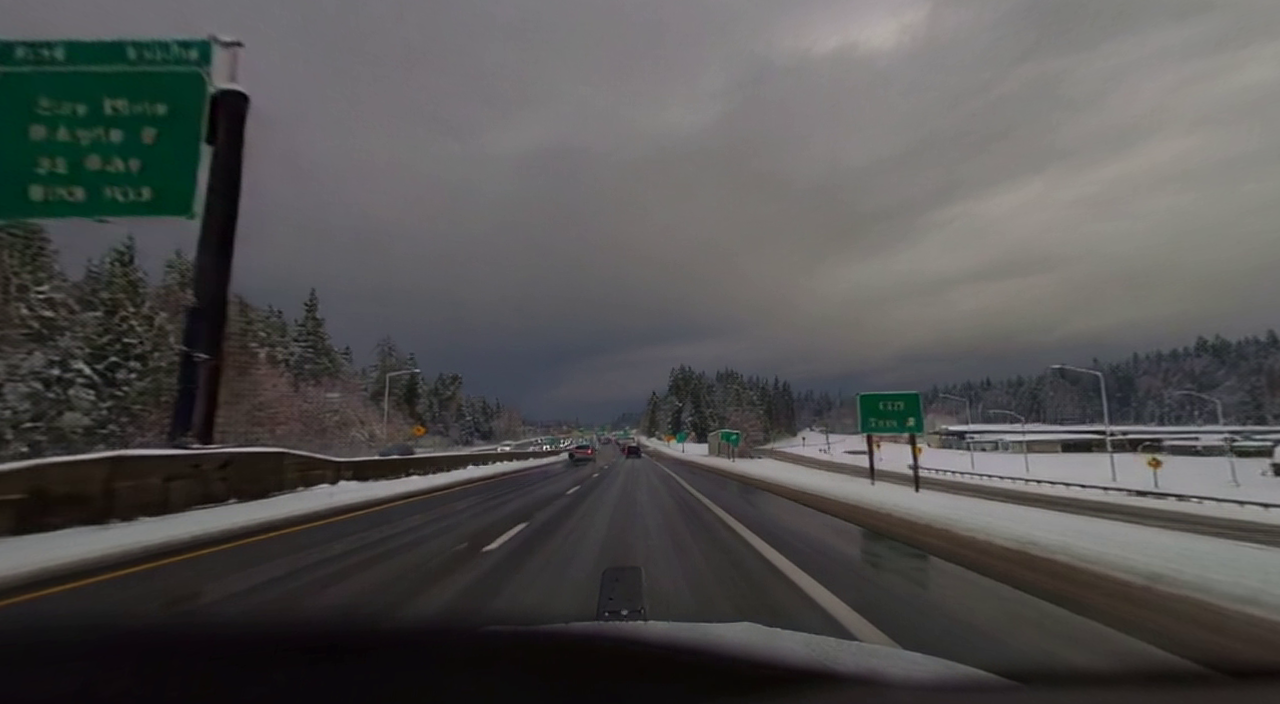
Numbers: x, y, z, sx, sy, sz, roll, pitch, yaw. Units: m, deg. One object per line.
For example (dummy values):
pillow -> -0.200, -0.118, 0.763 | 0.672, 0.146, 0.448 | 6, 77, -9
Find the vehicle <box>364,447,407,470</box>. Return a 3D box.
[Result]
vehicle -> -16.939, 7.090, 42.139 | 1.457, 1.357, 3.245 | 0, -8, 0

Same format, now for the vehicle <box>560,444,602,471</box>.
vehicle -> -3.512, 6.370, 38.408 | 2.067, 1.509, 4.551 | 0, -8, 0

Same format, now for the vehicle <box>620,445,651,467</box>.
vehicle -> -0.330, 7.360, 44.853 | 2.100, 1.471, 3.956 | 0, -8, 0
